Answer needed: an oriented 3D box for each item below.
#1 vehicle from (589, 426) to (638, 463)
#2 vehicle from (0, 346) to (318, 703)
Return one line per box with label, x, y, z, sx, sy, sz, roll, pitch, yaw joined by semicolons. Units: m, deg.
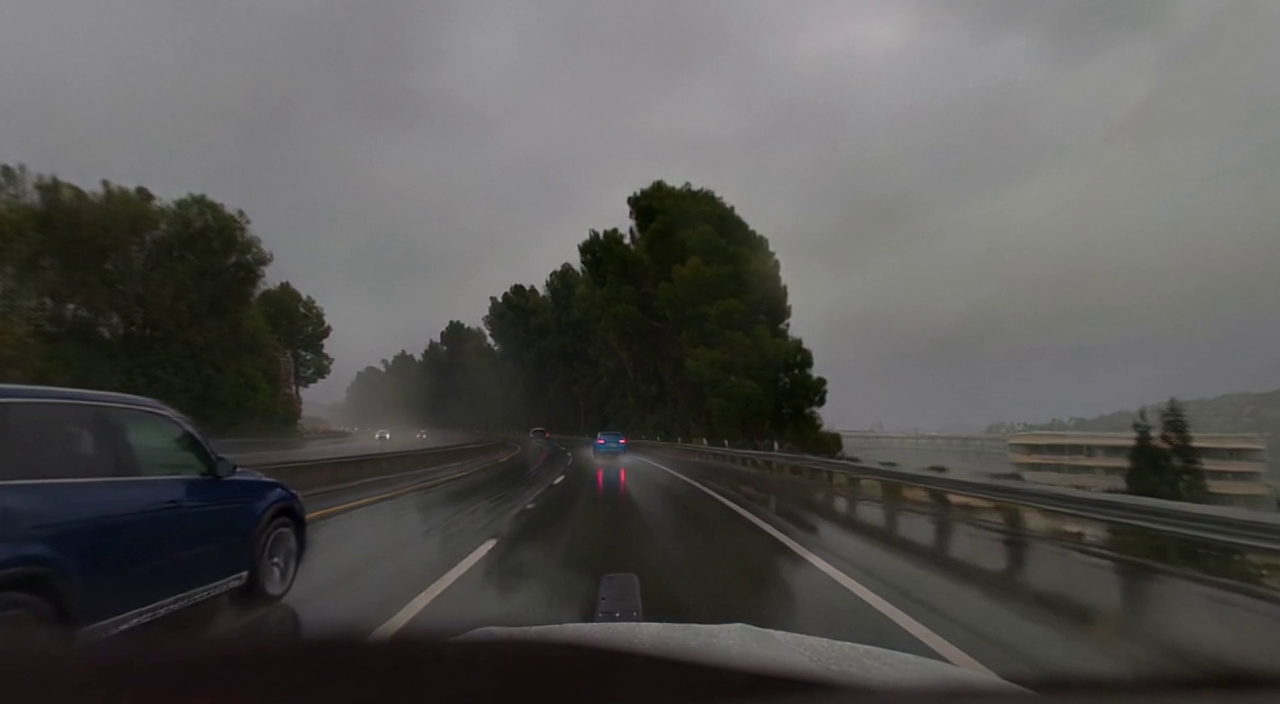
vehicle;-1.508;4.979;34.130;2.452;1.857;4.022;1;-8;-5
vehicle;-4.181;0.993;3.766;2.053;1.847;4.760;0;-8;-1
